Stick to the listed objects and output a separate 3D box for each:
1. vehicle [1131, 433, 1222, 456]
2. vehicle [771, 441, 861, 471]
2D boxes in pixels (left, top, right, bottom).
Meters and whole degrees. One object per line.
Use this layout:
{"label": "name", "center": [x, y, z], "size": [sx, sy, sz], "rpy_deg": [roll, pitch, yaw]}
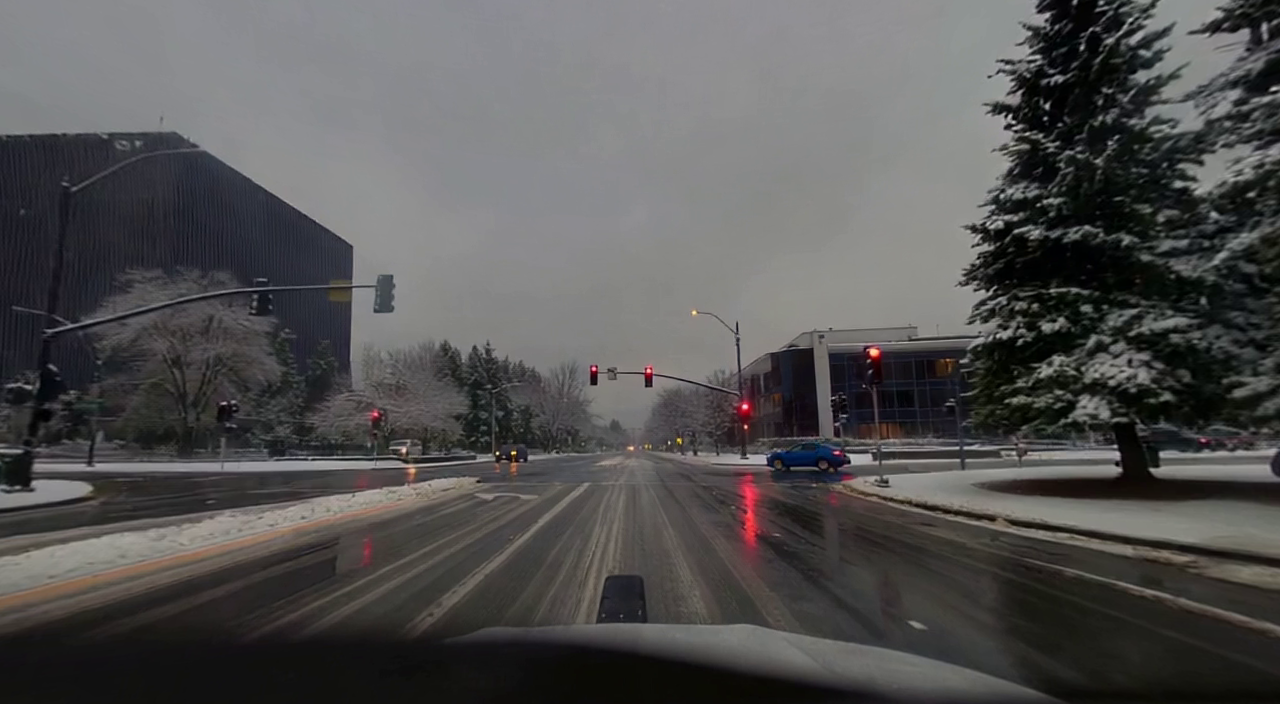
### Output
{"label": "vehicle", "center": [40.798, 7.061, 47.954], "size": [4.625, 1.741, 2.395], "rpy_deg": [0, -9, 3]}
{"label": "vehicle", "center": [9.520, 5.639, 34.252], "size": [4.218, 1.572, 2.065], "rpy_deg": [1, -9, -3]}
